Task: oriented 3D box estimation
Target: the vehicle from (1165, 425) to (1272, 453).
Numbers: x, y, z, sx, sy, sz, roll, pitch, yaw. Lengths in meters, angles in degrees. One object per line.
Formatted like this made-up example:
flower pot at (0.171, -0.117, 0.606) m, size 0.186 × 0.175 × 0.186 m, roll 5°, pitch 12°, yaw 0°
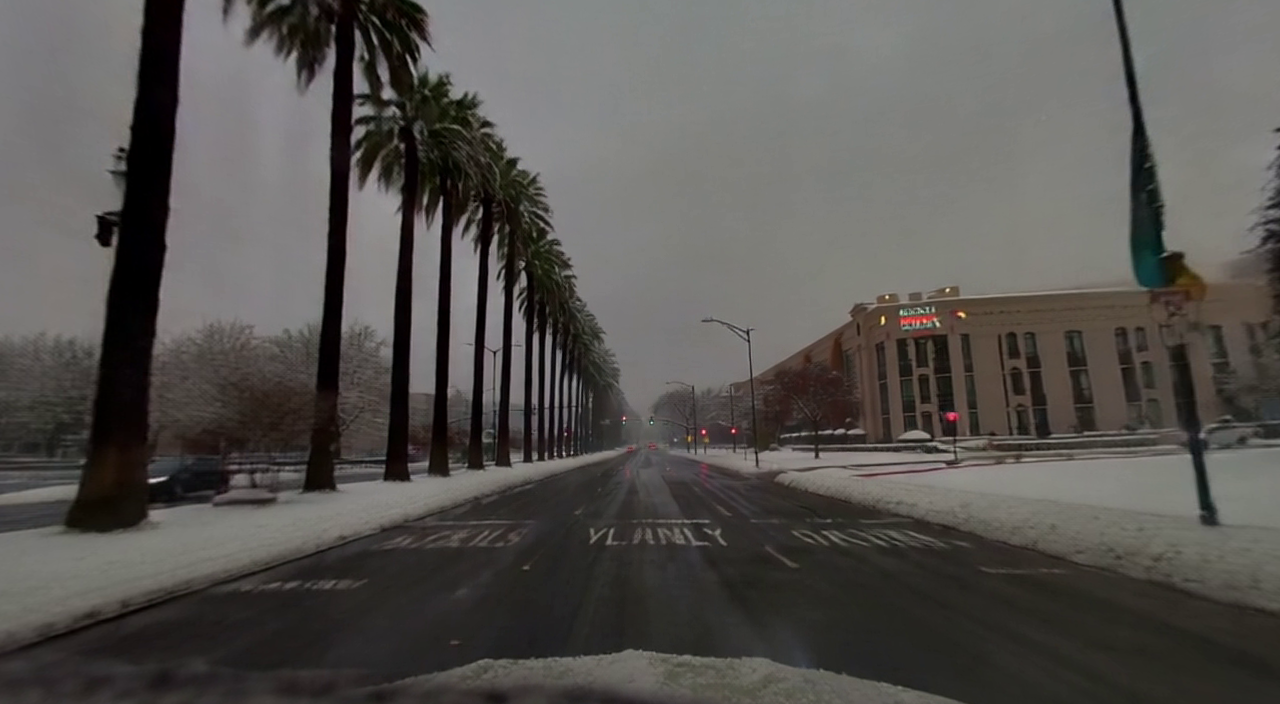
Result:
vehicle at (34.436, 5.217, 37.723) m, size 1.820 × 1.571 × 4.697 m, roll 0°, pitch -8°, yaw -3°
